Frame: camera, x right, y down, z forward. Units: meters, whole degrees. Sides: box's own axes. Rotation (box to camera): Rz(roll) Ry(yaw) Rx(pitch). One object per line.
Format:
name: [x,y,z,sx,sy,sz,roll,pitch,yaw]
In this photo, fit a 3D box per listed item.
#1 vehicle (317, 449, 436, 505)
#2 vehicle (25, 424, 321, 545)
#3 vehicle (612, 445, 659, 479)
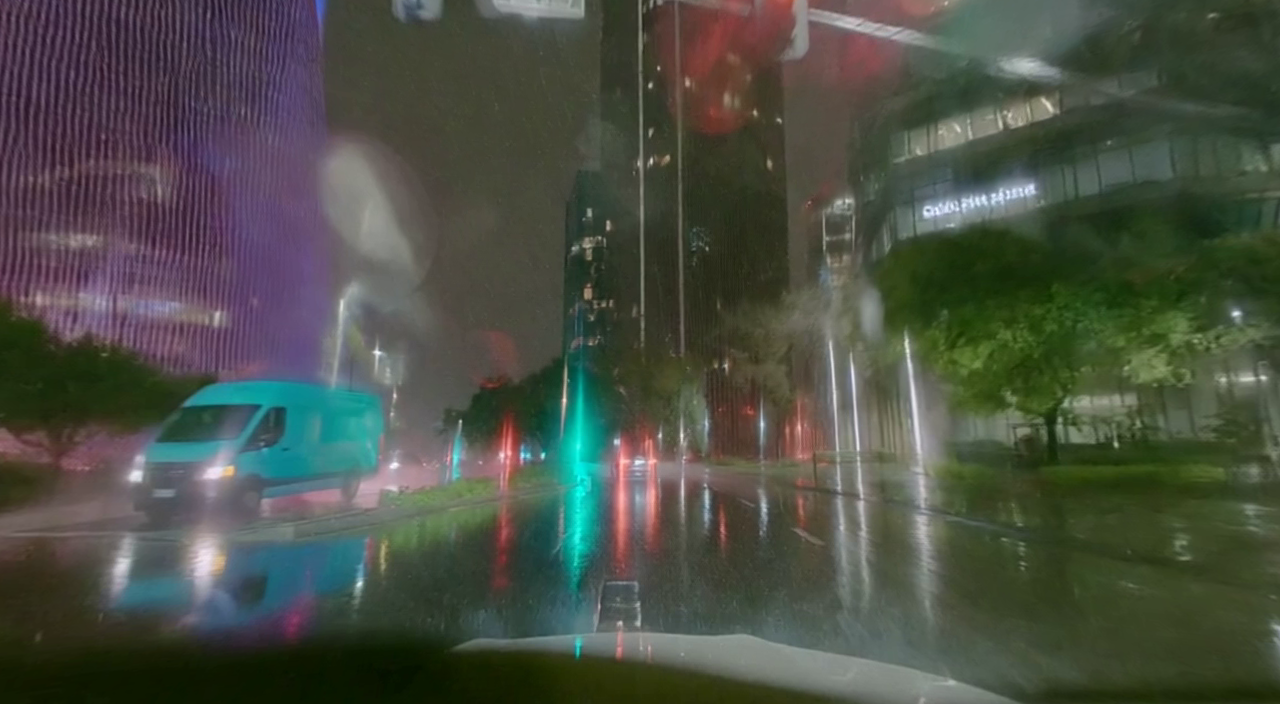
vehicle: [-8.158,3.867,19.942,2.004,1.549,3.947,0,-9,0]
vehicle: [-7.858,2.246,11.347,2.028,1.718,4.479,1,-9,-3]
vehicle: [-0.339,6.342,36.681,2.129,1.816,4.851,1,-9,-7]
